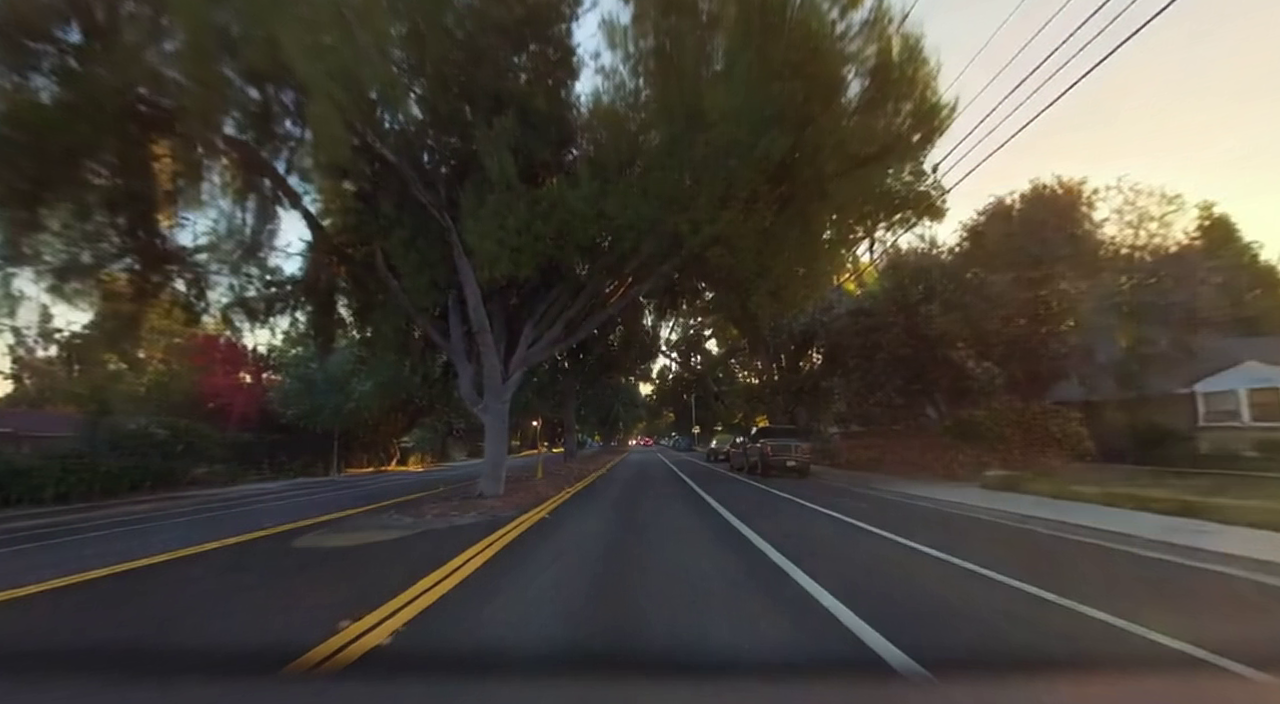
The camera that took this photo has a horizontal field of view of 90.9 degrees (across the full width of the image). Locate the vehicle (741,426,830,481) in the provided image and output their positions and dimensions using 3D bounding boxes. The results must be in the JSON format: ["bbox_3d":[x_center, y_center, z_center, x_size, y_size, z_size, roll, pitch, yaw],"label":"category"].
[{"bbox_3d":[5.223,3.728,23.401,2.160,1.800,4.646,0,-8,0],"label":"vehicle"}]

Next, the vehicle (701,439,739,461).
[{"bbox_3d":[5.588,6.952,44.673,1.935,1.453,4.488,0,-8,-3],"label":"vehicle"}]
